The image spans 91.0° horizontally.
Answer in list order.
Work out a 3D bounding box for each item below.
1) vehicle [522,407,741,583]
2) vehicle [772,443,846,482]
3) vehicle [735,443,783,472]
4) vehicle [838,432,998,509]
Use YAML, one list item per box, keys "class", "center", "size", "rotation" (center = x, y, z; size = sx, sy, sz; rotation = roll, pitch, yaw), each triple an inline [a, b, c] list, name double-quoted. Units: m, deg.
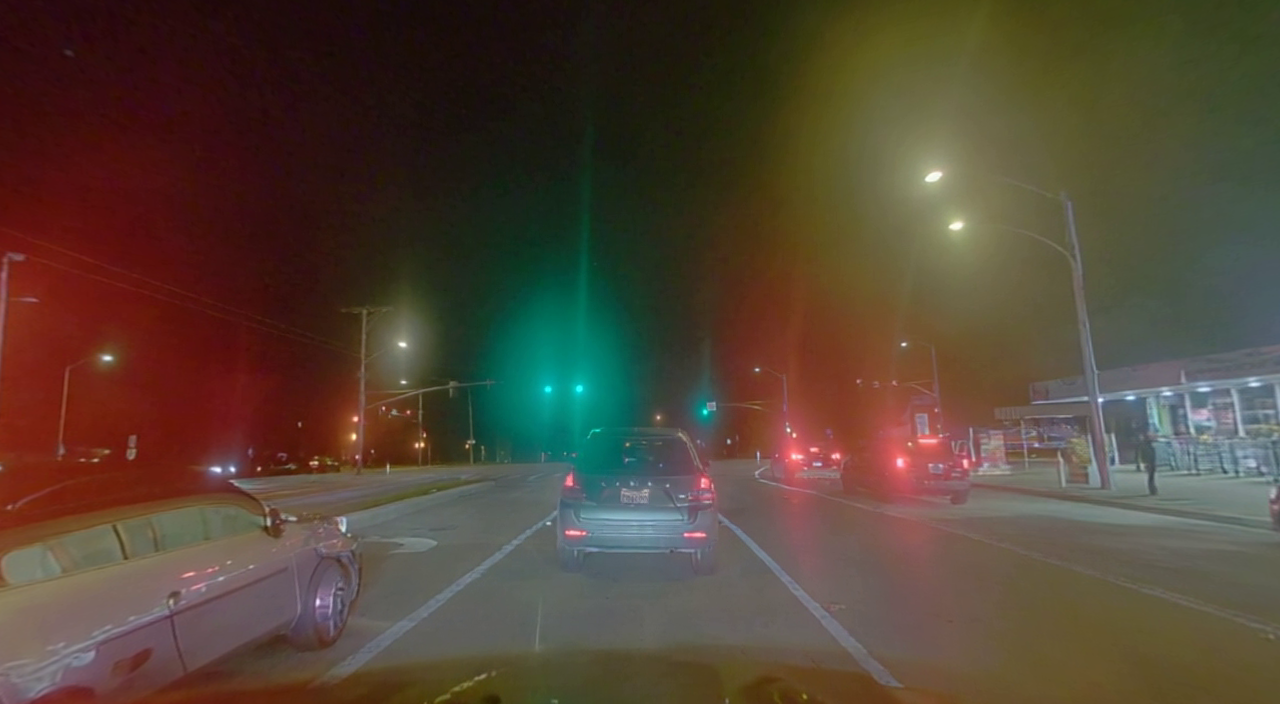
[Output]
- class: "vehicle"
  center: [-0.065, 1.684, 8.135]
  size: [2.115, 1.700, 3.901]
  rotation: [0, -8, 1]
- class: "vehicle"
  center: [6.857, 4.491, 25.983]
  size: [1.833, 1.452, 4.237]
  rotation: [0, -9, 0]
- class: "vehicle"
  center: [6.386, 5.697, 34.220]
  size: [1.961, 1.477, 4.454]
  rotation: [0, -8, 3]
- class: "vehicle"
  center: [6.779, 2.922, 16.061]
  size: [2.072, 1.652, 4.611]
  rotation: [0, -8, 2]
